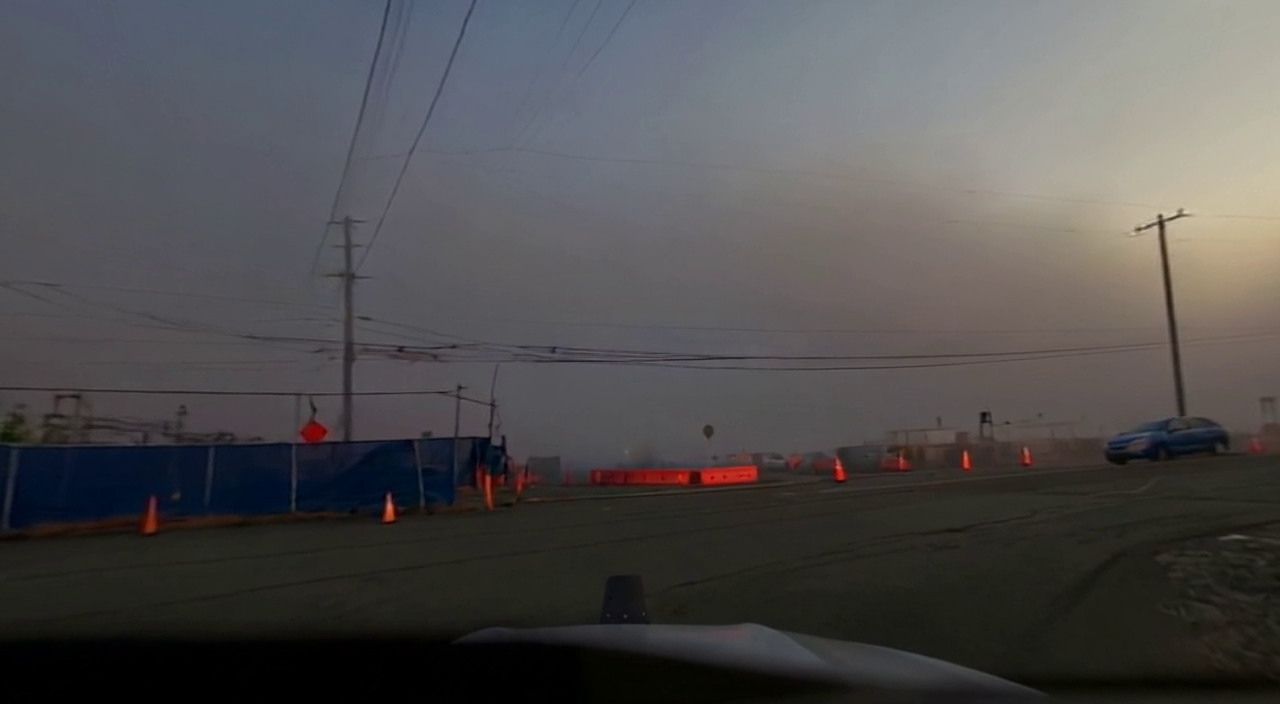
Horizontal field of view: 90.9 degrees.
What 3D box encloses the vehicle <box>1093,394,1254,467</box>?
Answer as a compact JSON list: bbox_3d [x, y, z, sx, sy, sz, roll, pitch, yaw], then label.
[{"bbox_3d":[26.598,4.013,31.352,8.300,3.218,2.790,4,-12,-27],"label":"vehicle"}]
